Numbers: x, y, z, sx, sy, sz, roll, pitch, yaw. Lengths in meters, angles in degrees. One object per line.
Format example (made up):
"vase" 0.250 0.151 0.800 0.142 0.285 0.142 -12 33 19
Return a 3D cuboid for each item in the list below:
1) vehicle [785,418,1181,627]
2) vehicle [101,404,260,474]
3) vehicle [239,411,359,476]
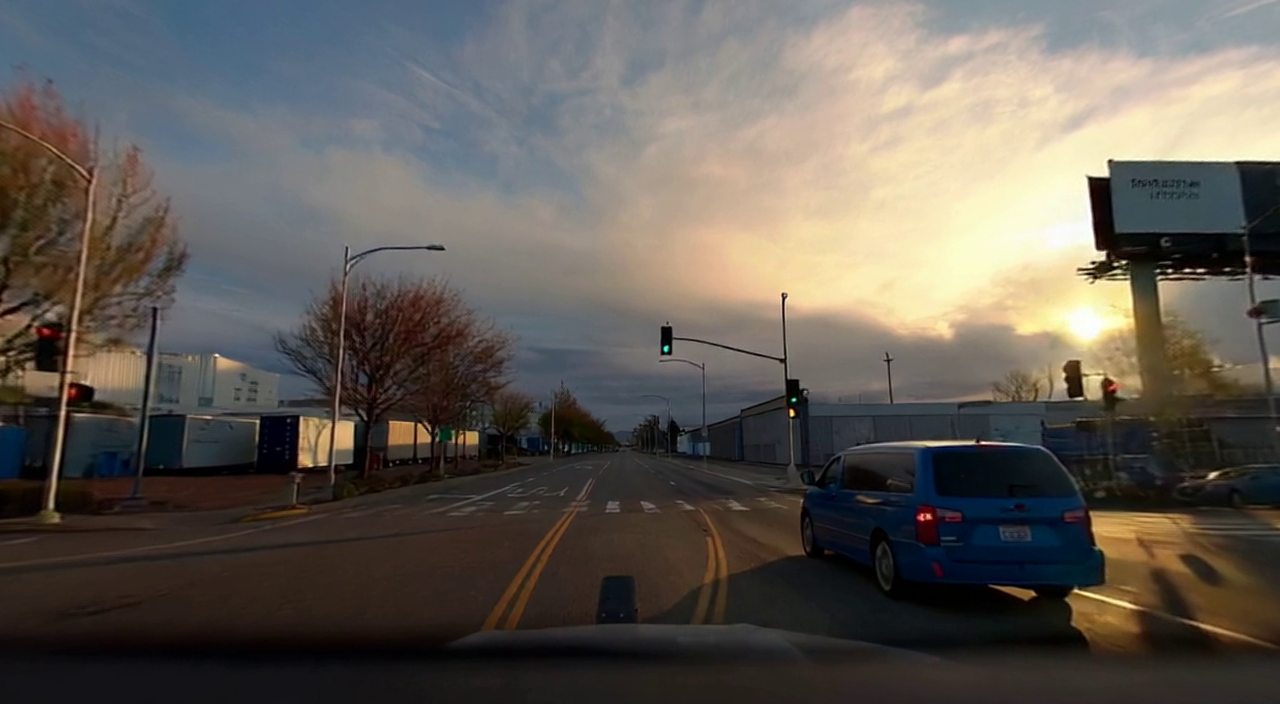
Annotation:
"vehicle" 3.616 1.889 8.068 2.202 1.822 4.826 1 -9 -2
"vehicle" -27.856 5.431 38.990 2.943 3.741 9.094 1 -9 -1
"vehicle" -21.043 5.678 39.616 3.337 3.644 7.945 1 -7 -3
